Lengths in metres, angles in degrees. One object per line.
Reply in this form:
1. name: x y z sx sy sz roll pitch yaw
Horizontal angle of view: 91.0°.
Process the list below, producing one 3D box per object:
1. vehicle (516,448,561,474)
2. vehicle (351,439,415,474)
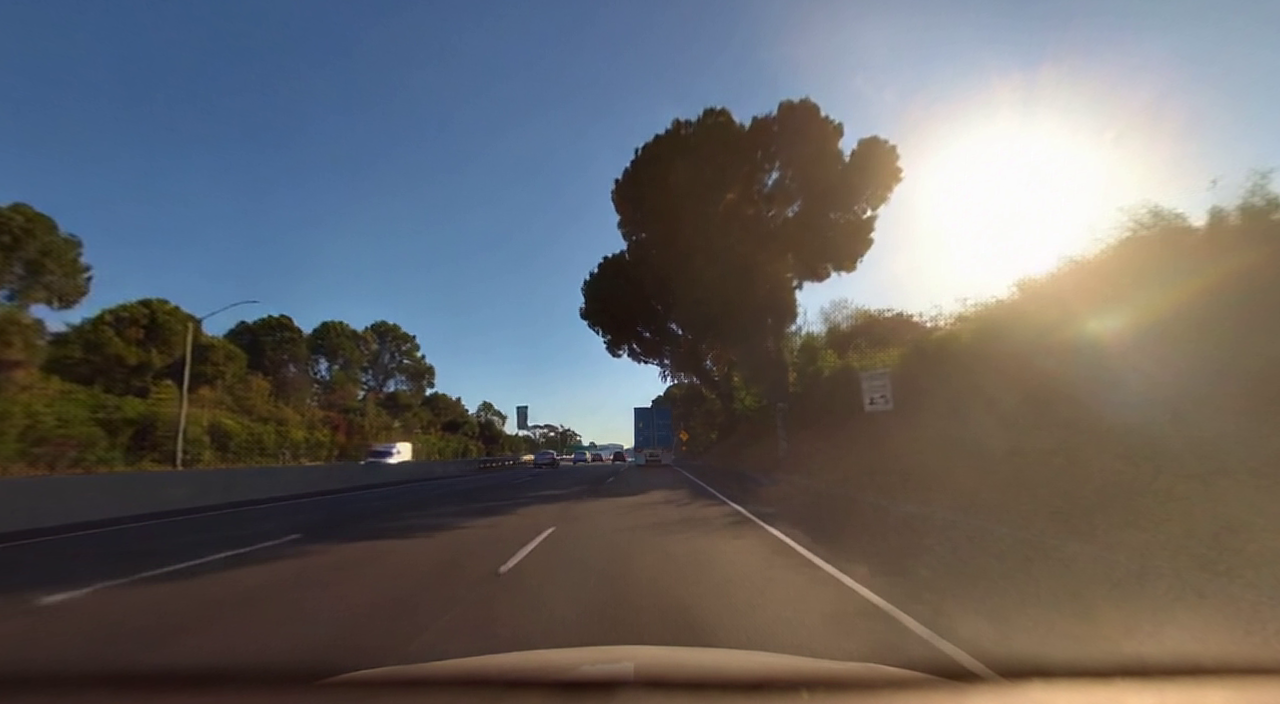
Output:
1. vehicle: -6.428 6.946 40.399 2.017 1.517 4.766 0 -9 1
2. vehicle: -19.889 8.112 49.102 2.292 2.558 5.893 0 -9 2
